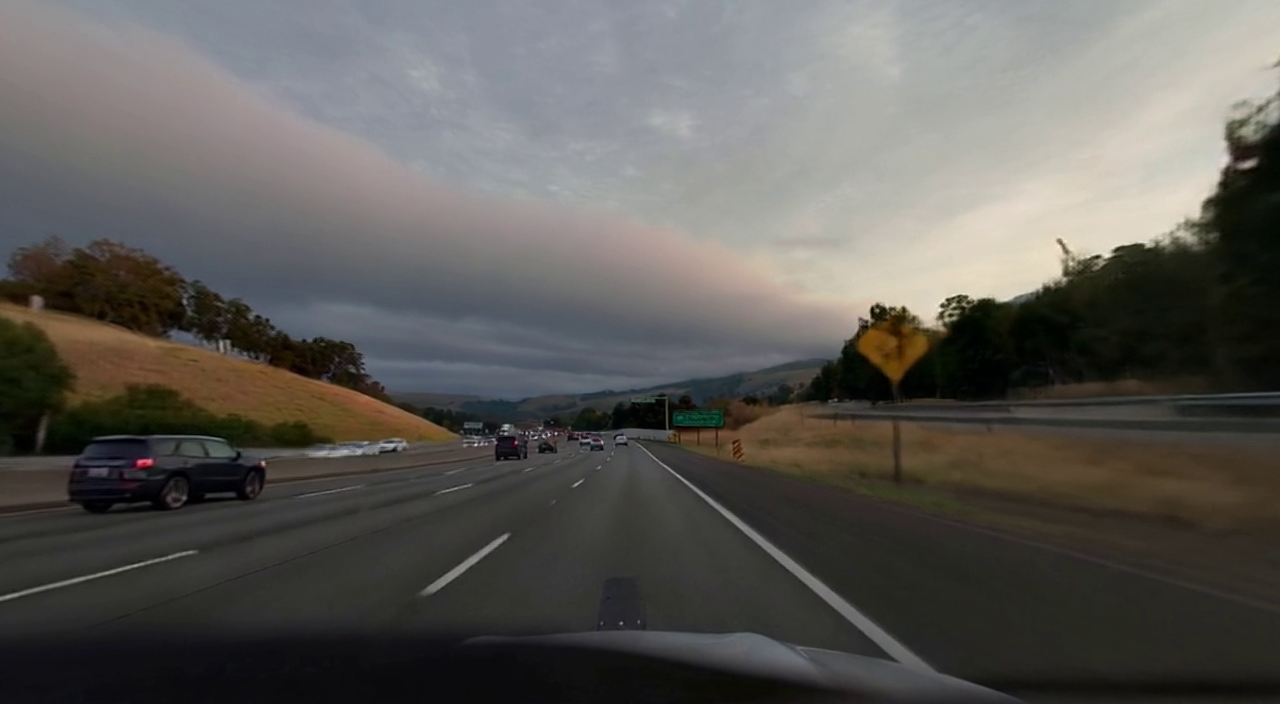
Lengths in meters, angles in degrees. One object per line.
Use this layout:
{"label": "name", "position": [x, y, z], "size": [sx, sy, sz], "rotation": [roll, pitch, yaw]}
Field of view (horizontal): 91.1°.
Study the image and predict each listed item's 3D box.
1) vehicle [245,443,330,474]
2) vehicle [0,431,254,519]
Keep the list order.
{"label": "vehicle", "position": [-18.388, 5.539, 33.035], "size": [1.872, 1.486, 4.556], "rotation": [0, -8, 0]}
{"label": "vehicle", "position": [-11.175, 2.657, 14.160], "size": [2.001, 1.625, 4.528], "rotation": [0, -8, 0]}
